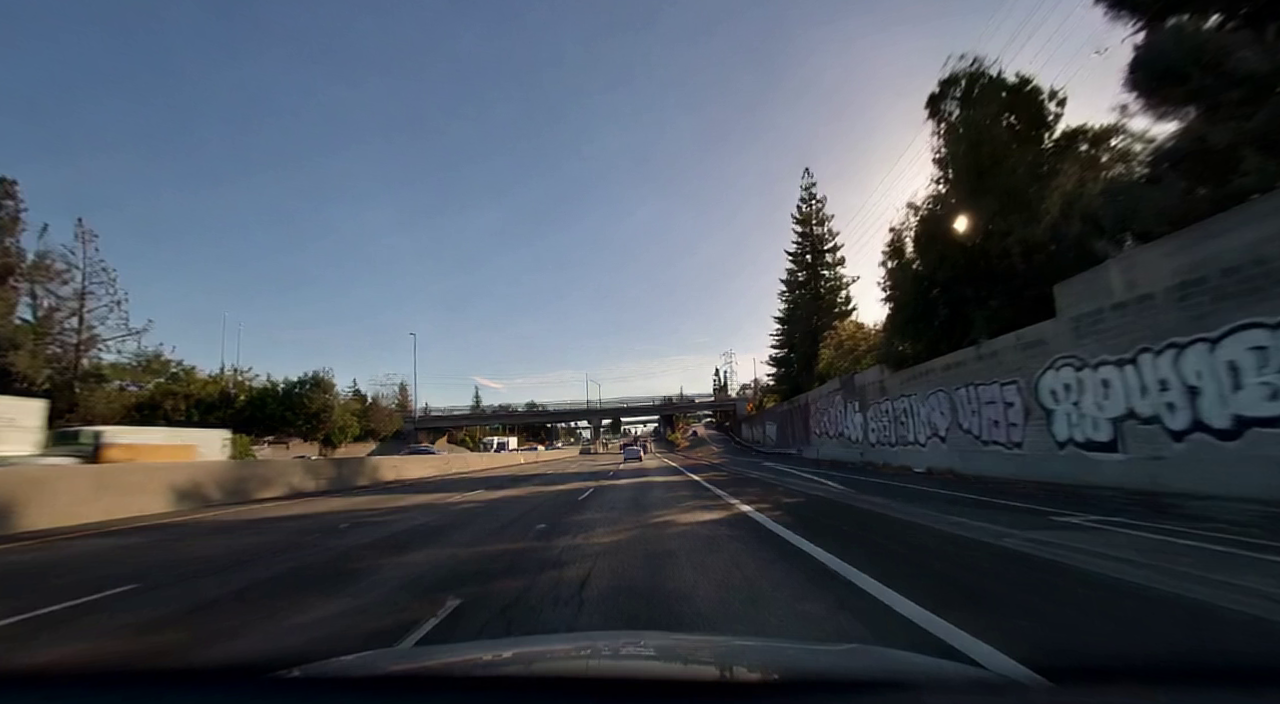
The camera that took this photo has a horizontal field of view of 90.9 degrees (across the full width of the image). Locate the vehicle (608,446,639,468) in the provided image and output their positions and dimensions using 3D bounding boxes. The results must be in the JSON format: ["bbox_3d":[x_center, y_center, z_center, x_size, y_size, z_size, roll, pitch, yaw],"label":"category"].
[{"bbox_3d":[-1.185,7.728,46.404,2.041,1.528,4.353,-1,-9,2],"label":"vehicle"}]

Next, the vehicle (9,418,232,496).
[{"bbox_3d":[-20.217,4.165,25.297,2.870,2.654,6.958,0,-9,1],"label":"vehicle"}]
